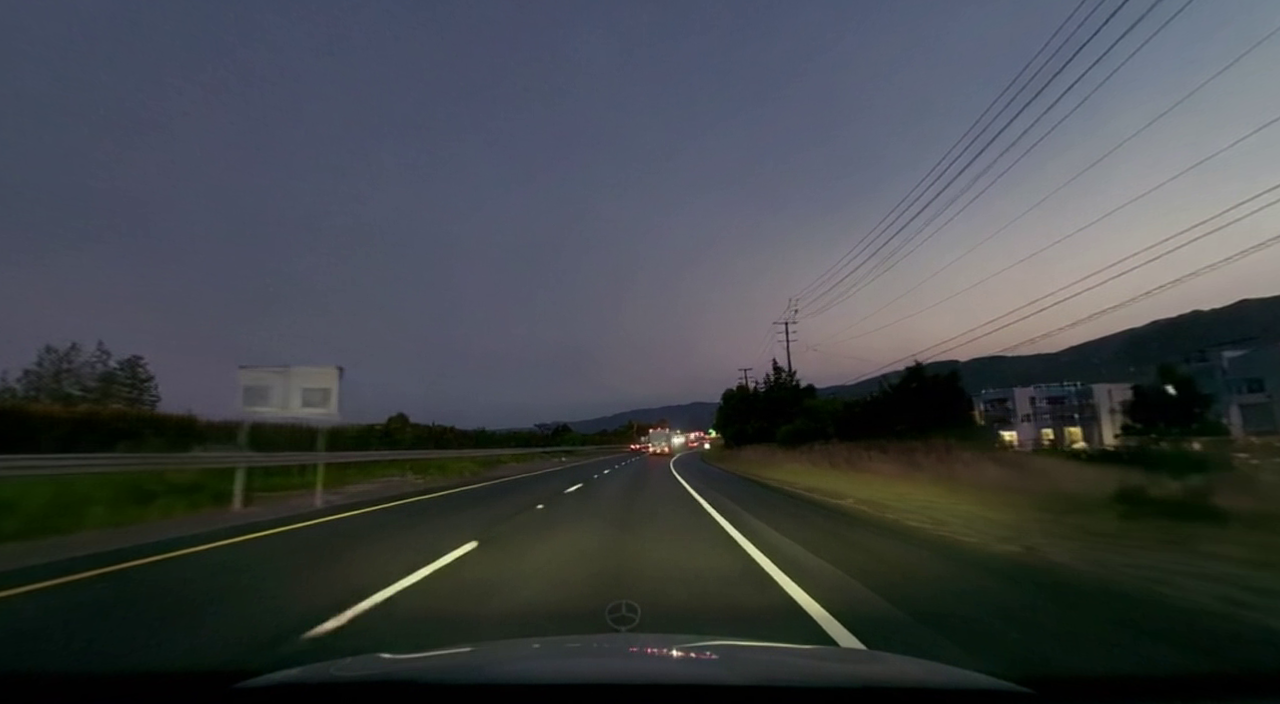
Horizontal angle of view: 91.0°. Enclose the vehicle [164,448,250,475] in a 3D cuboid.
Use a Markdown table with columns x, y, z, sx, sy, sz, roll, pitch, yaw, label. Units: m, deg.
| x | y | z | sx | sy | sz | roll | pitch | yaw | label |
| --- | --- | --- | --- | --- | --- | --- | --- | --- | --- |
| -26.733 | 6.761 | 39.072 | 1.872 | 1.530 | 4.747 | 0 | -9 | 1 | vehicle |
